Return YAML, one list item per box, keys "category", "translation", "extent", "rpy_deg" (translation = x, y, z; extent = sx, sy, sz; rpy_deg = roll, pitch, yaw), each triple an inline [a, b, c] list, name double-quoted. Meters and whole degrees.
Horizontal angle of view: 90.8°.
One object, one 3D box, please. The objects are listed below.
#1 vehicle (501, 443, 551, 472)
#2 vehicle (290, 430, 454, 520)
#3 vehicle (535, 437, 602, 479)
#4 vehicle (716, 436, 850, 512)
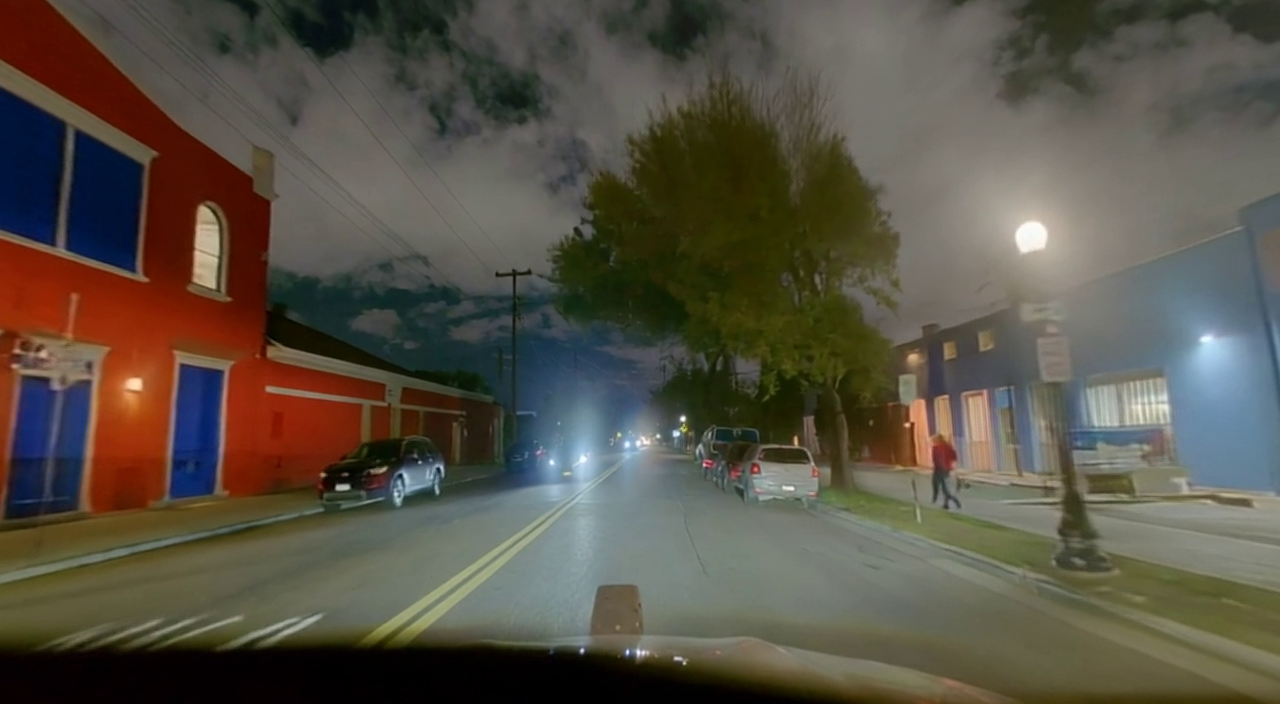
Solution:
- category: "vehicle"
  translation: [-6.289, 5.852, 35.356]
  extent: [1.844, 1.486, 4.474]
  rpy_deg: [-1, -8, 2]
- category: "vehicle"
  translation: [-6.351, 2.894, 15.601]
  extent: [2.140, 1.746, 4.385]
  rpy_deg: [-4, -7, 0]
- category: "vehicle"
  translation: [-2.750, 4.204, 25.353]
  extent: [2.036, 1.515, 4.437]
  rpy_deg: [-1, -8, 2]
- category: "vehicle"
  translation: [3.098, 2.734, 14.749]
  extent: [1.966, 1.471, 4.552]
  rpy_deg: [0, -8, -1]
